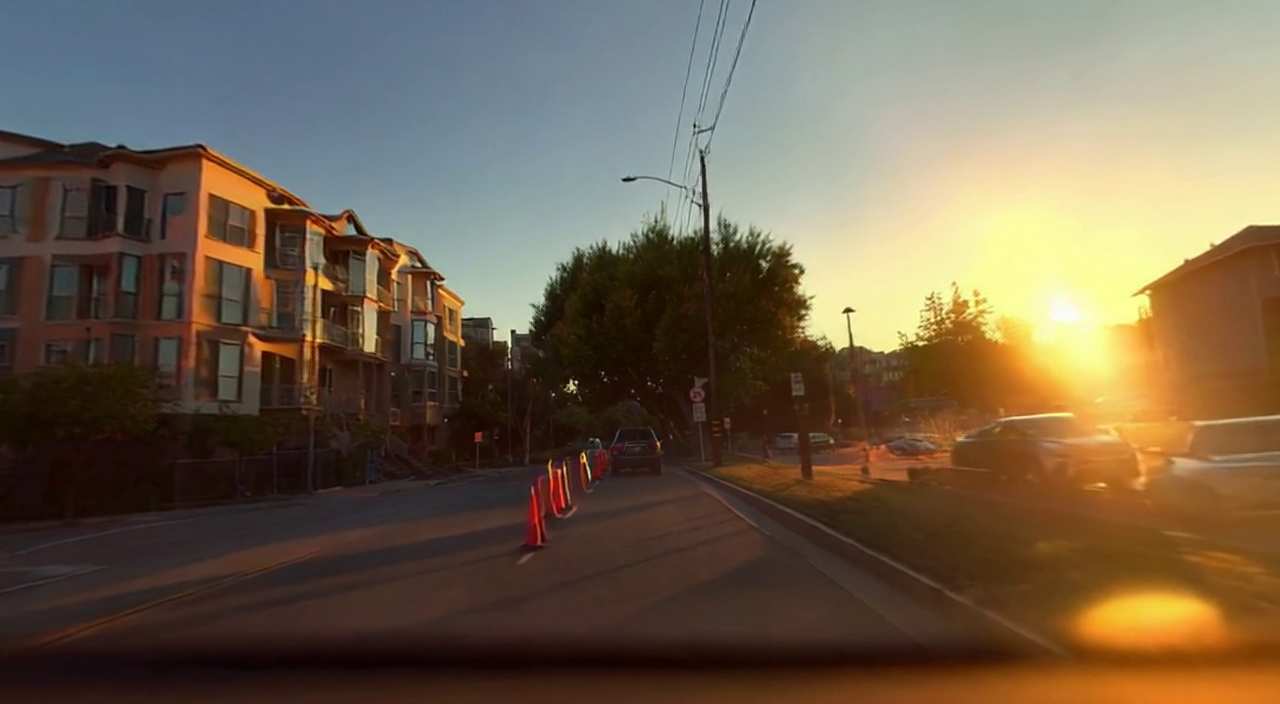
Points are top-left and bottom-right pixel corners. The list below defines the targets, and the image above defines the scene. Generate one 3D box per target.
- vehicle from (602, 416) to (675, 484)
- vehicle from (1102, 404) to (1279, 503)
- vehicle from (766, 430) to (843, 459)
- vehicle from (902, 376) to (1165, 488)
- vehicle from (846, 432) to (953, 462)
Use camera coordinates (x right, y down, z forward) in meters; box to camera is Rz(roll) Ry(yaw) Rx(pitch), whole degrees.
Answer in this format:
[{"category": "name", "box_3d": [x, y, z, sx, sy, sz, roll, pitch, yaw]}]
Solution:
[{"category": "vehicle", "box_3d": [-0.111, 3.315, 21.470, 2.169, 2.015, 5.206, 0, -9, -1]}, {"category": "vehicle", "box_3d": [10.582, 1.888, 11.415, 1.698, 1.548, 2.969, 2, -13, -20]}, {"category": "vehicle", "box_3d": [9.497, 5.371, 36.593, 3.835, 1.584, 1.893, 1, -8, -8]}, {"category": "vehicle", "box_3d": [9.582, 2.236, 16.534, 2.253, 2.306, 6.753, -1, -10, -2]}, {"category": "vehicle", "box_3d": [13.014, 4.803, 31.936, 4.567, 1.448, 1.890, -1, -8, 7]}]
